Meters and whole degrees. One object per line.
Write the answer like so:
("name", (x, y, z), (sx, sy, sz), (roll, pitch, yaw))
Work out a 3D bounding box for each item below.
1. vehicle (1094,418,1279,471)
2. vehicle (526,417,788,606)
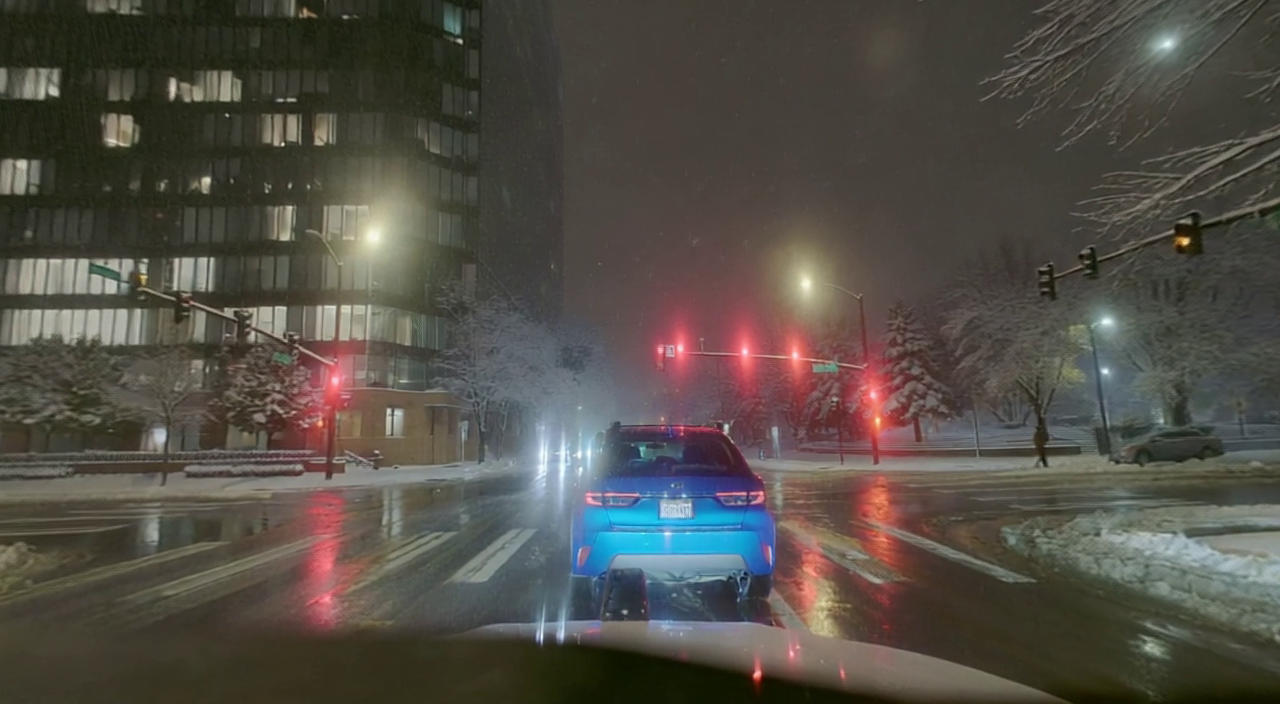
("vehicle", (19.126, 3.261, 22.220), (4.675, 1.772, 1.945), (0, -8, -1))
("vehicle", (-0.157, 1.645, 7.490), (1.893, 1.532, 4.145), (2, -9, -16))
